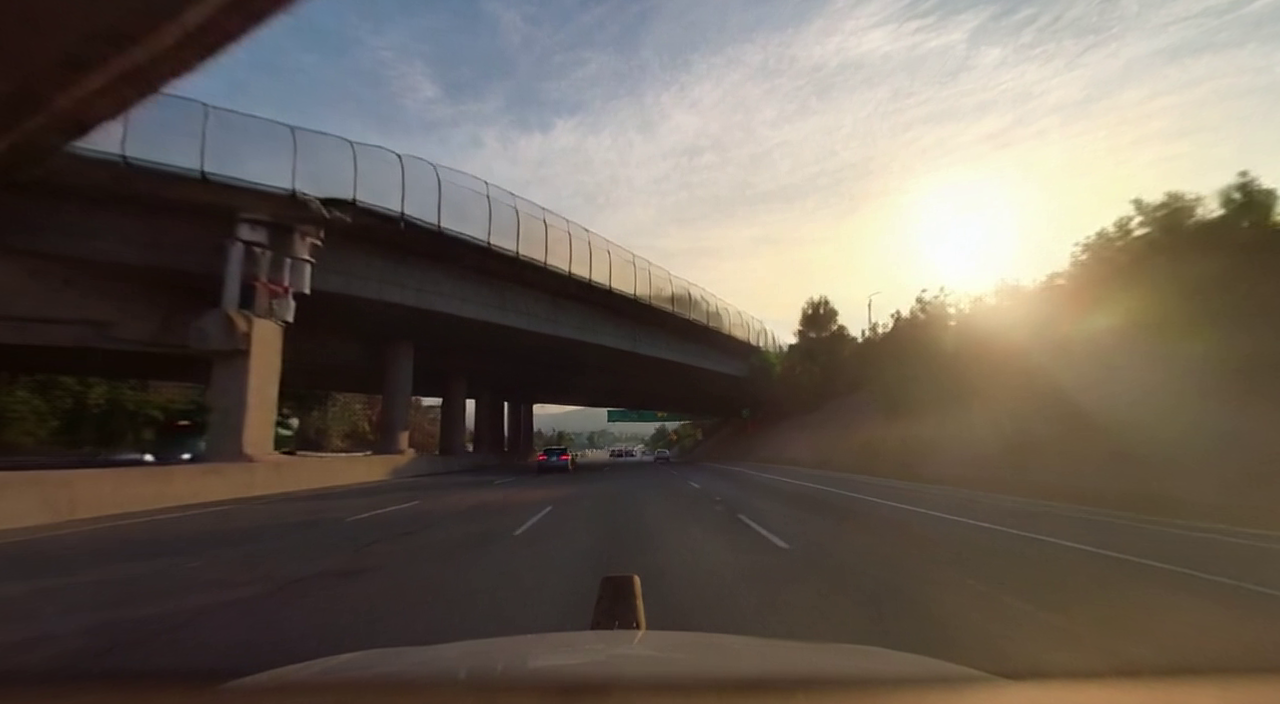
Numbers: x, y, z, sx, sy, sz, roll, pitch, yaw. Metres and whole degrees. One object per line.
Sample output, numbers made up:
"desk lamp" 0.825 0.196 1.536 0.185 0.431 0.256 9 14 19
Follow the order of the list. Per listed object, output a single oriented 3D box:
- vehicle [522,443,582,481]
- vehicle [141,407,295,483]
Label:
"vehicle" -3.831 4.879 28.318 2.037 1.514 4.335 0 -8 0
"vehicle" -24.962 5.625 38.296 2.889 3.965 9.817 0 -8 -3
